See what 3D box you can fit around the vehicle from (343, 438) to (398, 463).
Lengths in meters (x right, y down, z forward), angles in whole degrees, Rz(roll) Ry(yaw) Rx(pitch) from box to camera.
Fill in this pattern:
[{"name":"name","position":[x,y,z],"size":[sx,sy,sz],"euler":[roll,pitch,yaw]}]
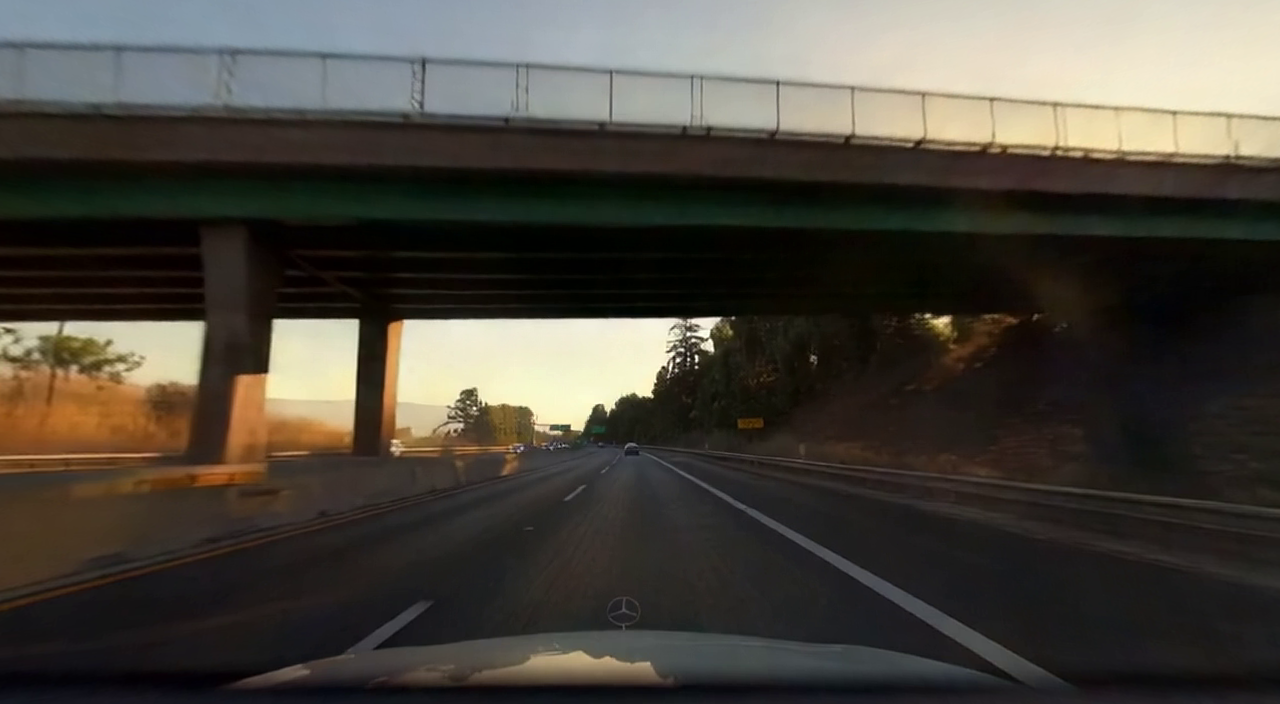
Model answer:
[{"name":"vehicle","position":[-16.449,6.014,38.594],"size":[1.691,1.443,3.653],"euler":[0,-9,1]}]
